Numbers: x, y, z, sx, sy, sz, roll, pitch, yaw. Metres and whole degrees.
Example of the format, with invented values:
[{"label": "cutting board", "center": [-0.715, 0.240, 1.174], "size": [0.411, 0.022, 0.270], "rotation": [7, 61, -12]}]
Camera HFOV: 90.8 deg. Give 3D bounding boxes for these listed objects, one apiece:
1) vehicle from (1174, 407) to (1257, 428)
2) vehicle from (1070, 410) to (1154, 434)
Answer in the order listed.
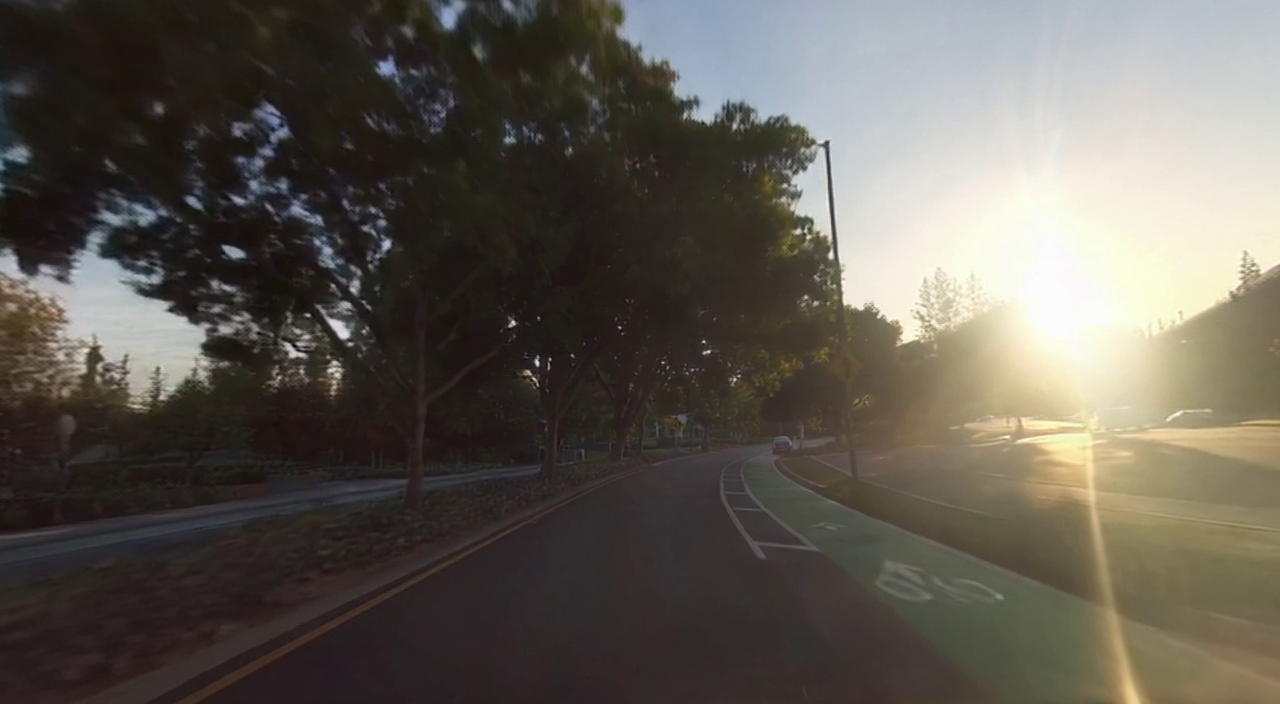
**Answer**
[{"label": "vehicle", "center": [41.850, 4.776, 45.976], "size": [4.406, 1.461, 1.851], "rotation": [0, -8, -5]}, {"label": "vehicle", "center": [34.223, 5.088, 45.874], "size": [4.615, 1.610, 2.040], "rotation": [0, -8, -6]}]
